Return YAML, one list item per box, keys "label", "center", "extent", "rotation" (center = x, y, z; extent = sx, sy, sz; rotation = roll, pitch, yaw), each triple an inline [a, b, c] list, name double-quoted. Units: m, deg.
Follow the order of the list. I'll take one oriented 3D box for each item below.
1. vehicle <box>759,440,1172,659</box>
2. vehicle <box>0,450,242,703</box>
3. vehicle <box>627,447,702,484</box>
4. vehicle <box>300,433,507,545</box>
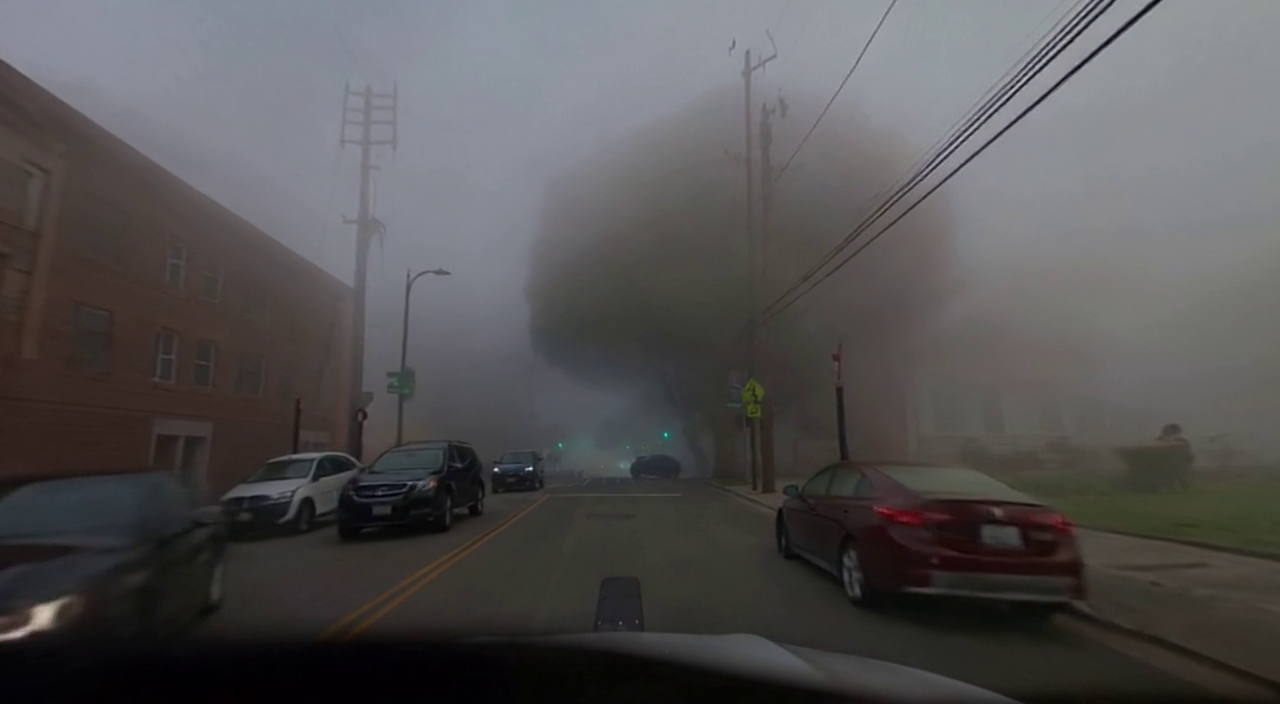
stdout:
- label: "vehicle"
  center: [2.728, 1.721, 6.728]
  extent: [1.913, 1.509, 4.436]
  rotation: [0, -8, -2]
- label: "vehicle"
  center: [-4.640, 1.557, 5.022]
  extent: [1.994, 1.510, 4.802]
  rotation: [4, -9, -27]
- label: "vehicle"
  center: [1.317, 5.788, 32.629]
  extent: [2.059, 1.736, 3.994]
  rotation: [-6, -10, 33]
- label: "vehicle"
  center: [-4.448, 2.643, 12.956]
  extent: [2.236, 1.834, 4.743]
  rotation: [-1, -8, 2]
